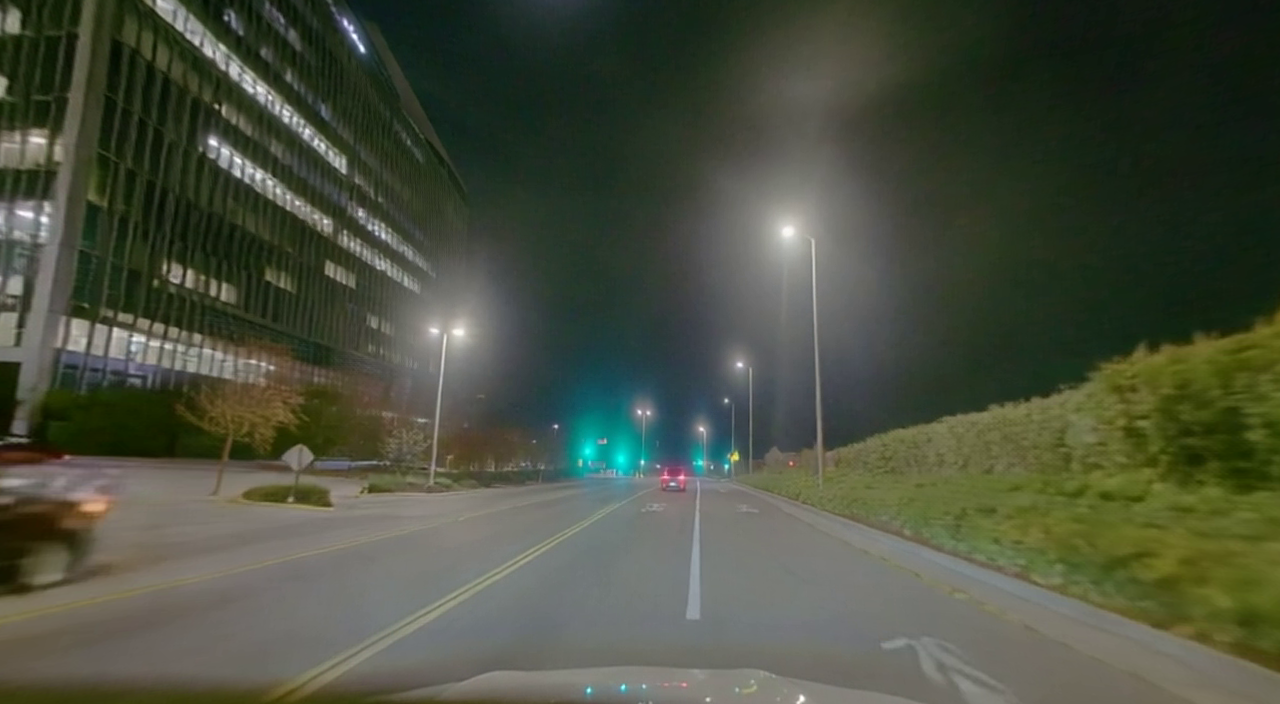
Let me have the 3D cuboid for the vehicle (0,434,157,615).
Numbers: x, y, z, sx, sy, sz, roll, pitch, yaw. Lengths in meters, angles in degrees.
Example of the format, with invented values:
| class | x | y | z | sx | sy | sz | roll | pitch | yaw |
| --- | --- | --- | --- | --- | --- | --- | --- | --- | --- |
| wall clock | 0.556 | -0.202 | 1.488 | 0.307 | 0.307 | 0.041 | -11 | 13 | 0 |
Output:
| class | x | y | z | sx | sy | sz | roll | pitch | yaw |
| --- | --- | --- | --- | --- | --- | --- | --- | --- | --- |
| vehicle | -6.441 | 1.304 | 4.551 | 1.979 | 1.499 | 4.666 | 0 | -11 | 3 |

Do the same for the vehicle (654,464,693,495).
| class | x | y | z | sx | sy | sz | roll | pitch | yaw |
| --- | --- | --- | --- | --- | --- | --- | --- | --- | --- |
| vehicle | 1.979 | 7.352 | 36.220 | 2.067 | 1.629 | 3.858 | 0 | -11 | 5 |
